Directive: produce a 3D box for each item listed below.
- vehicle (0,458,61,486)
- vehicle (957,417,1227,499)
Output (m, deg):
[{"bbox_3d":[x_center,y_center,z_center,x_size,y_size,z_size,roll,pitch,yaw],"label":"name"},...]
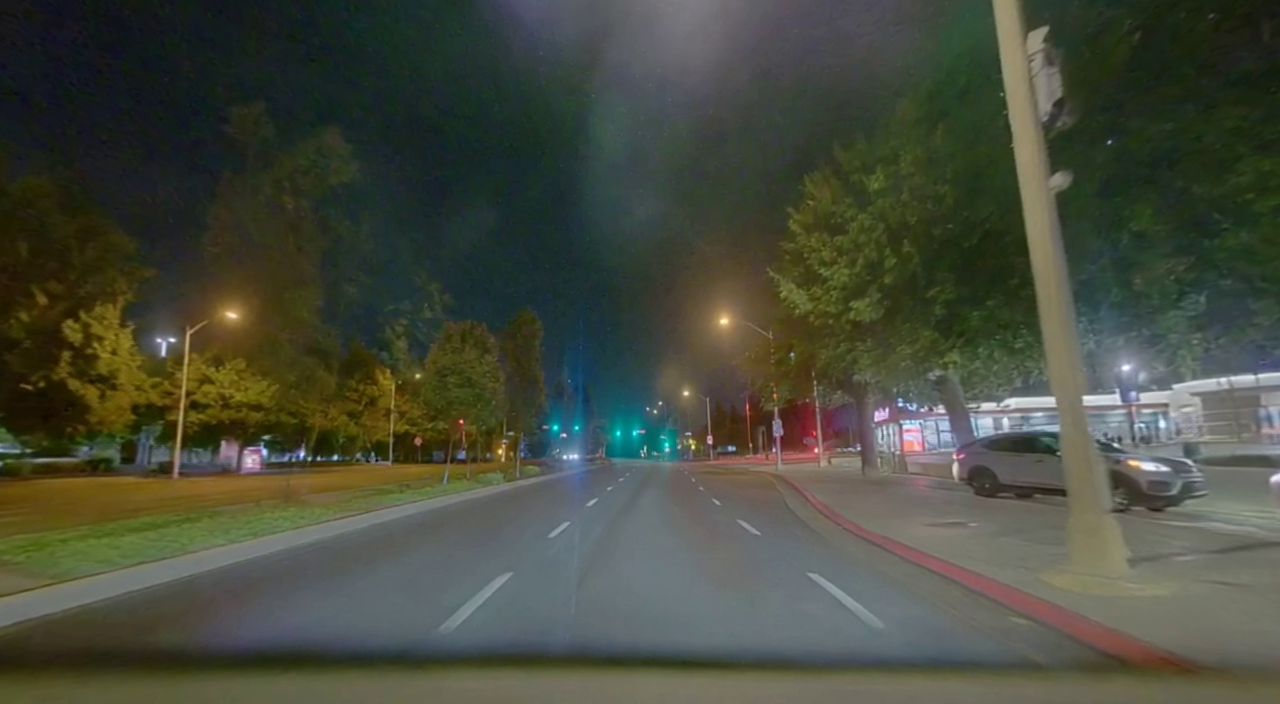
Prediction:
[{"bbox_3d":[-39.361,7.495,39.394,1.928,1.600,4.554,0,-9,-1],"label":"vehicle"},{"bbox_3d":[12.811,3.037,18.309,5.788,2.002,2.377,-3,-7,5],"label":"vehicle"}]
